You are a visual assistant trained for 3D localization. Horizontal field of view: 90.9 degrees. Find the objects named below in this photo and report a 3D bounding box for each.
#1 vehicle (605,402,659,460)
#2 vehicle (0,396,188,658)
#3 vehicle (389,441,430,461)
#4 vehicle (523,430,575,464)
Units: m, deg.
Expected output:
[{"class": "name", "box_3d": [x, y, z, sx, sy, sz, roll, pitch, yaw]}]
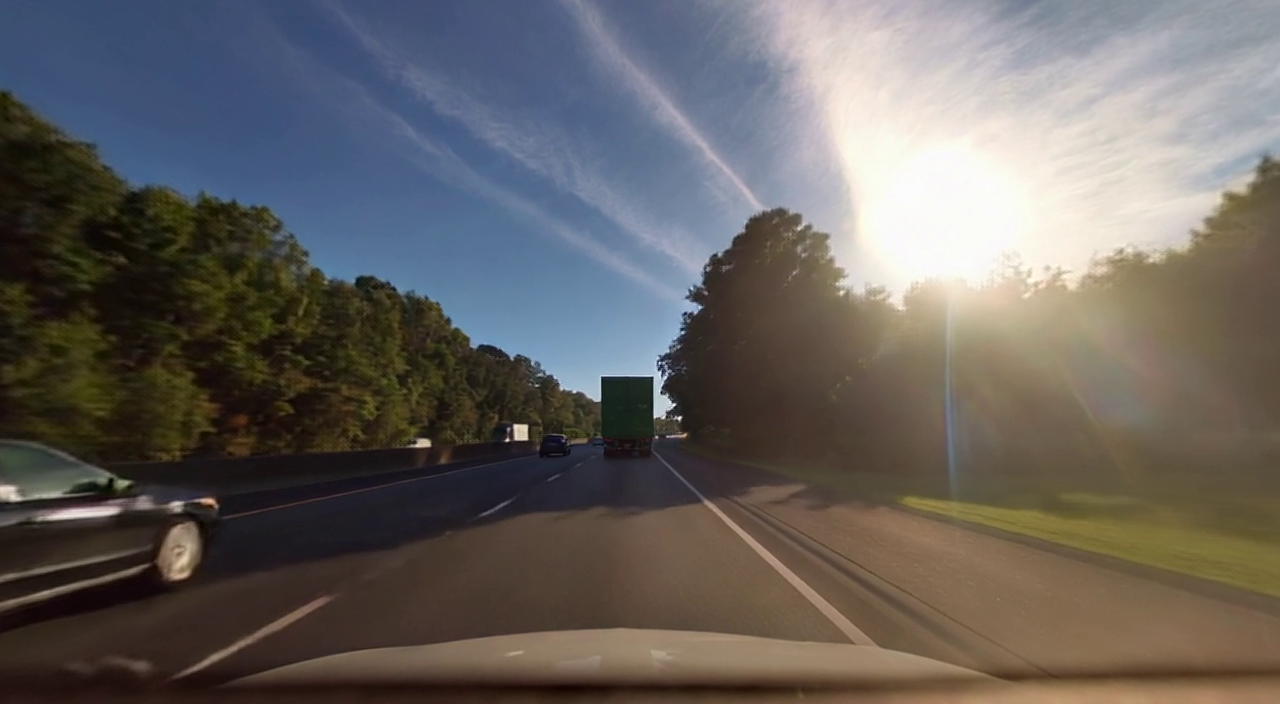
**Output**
[{"class": "vehicle", "box_3d": [-0.360, 3.469, 27.550, 2.319, 2.461, 1.270, 0, -8, -1]}, {"class": "vehicle", "box_3d": [-4.688, 0.958, 3.190, 1.909, 1.520, 3.897, 0, -8, -1]}, {"class": "vehicle", "box_3d": [-17.154, 7.370, 47.045, 1.685, 1.396, 3.565, 0, -8, 0]}, {"class": "vehicle", "box_3d": [-4.915, 5.194, 34.690, 2.138, 1.697, 4.587, 0, -8, 1]}]
